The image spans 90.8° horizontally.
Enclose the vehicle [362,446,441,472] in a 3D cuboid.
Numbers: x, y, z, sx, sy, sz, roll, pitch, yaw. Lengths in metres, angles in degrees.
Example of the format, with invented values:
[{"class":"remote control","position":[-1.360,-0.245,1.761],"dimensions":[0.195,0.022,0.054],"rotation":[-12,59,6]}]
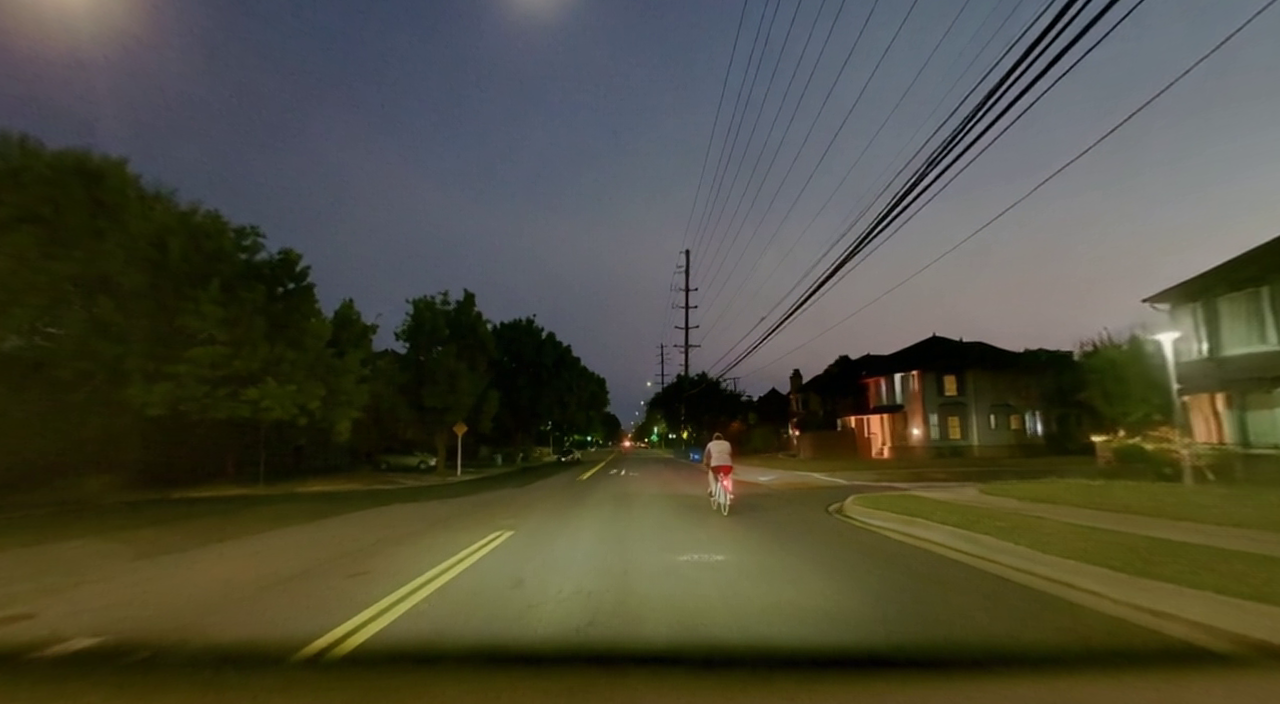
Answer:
[{"class":"vehicle","position":[-14.607,6.547,38.830],"dimensions":[4.143,1.480,1.755],"rotation":[0,-8,-2]}]
